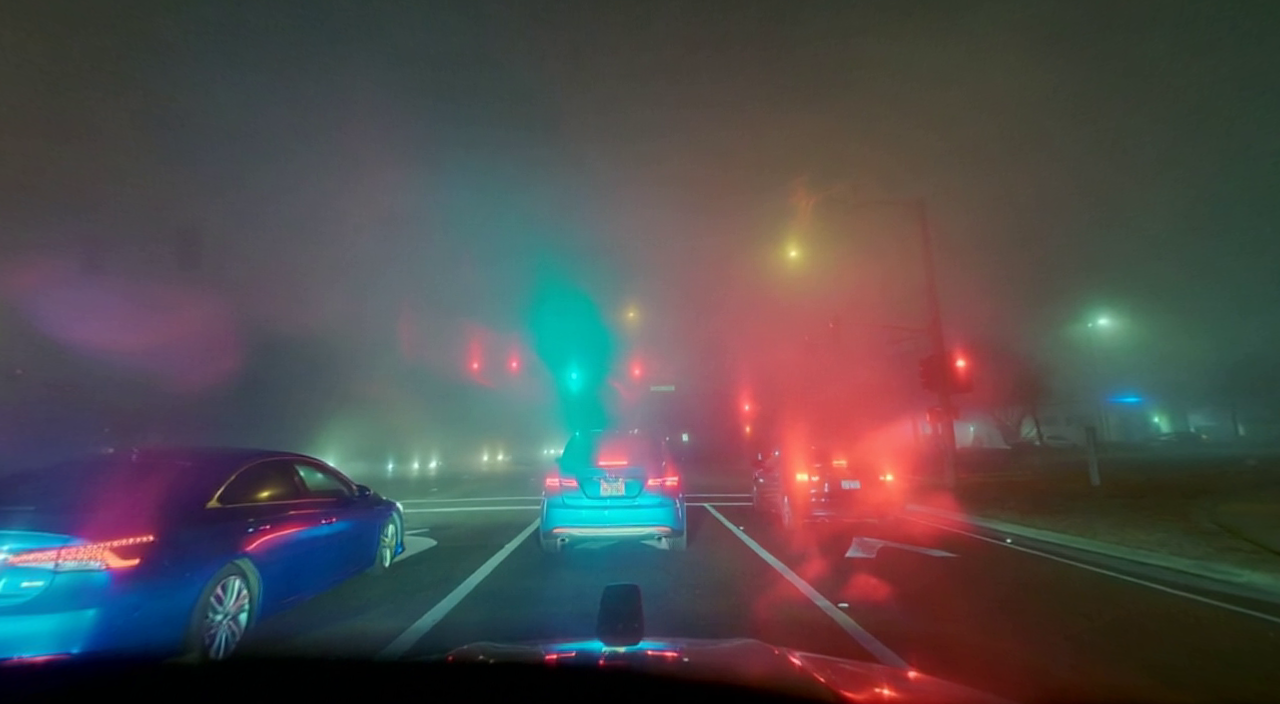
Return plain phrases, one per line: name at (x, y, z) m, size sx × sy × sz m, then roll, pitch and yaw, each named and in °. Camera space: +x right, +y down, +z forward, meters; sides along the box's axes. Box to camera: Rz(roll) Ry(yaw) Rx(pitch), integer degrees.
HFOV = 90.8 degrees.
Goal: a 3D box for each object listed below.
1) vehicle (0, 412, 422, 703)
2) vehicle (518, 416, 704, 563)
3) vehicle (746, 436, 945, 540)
vehicle at (-3.577, 1.339, 5.077) m, size 2.052 × 1.472 × 4.479 m, roll 0°, pitch -8°, yaw 0°
vehicle at (-0.344, 1.806, 8.961) m, size 2.038 × 1.599 × 3.844 m, roll 0°, pitch -8°, yaw -1°
vehicle at (3.275, 2.247, 11.175) m, size 1.970 × 1.449 × 4.433 m, roll 0°, pitch -8°, yaw -1°
